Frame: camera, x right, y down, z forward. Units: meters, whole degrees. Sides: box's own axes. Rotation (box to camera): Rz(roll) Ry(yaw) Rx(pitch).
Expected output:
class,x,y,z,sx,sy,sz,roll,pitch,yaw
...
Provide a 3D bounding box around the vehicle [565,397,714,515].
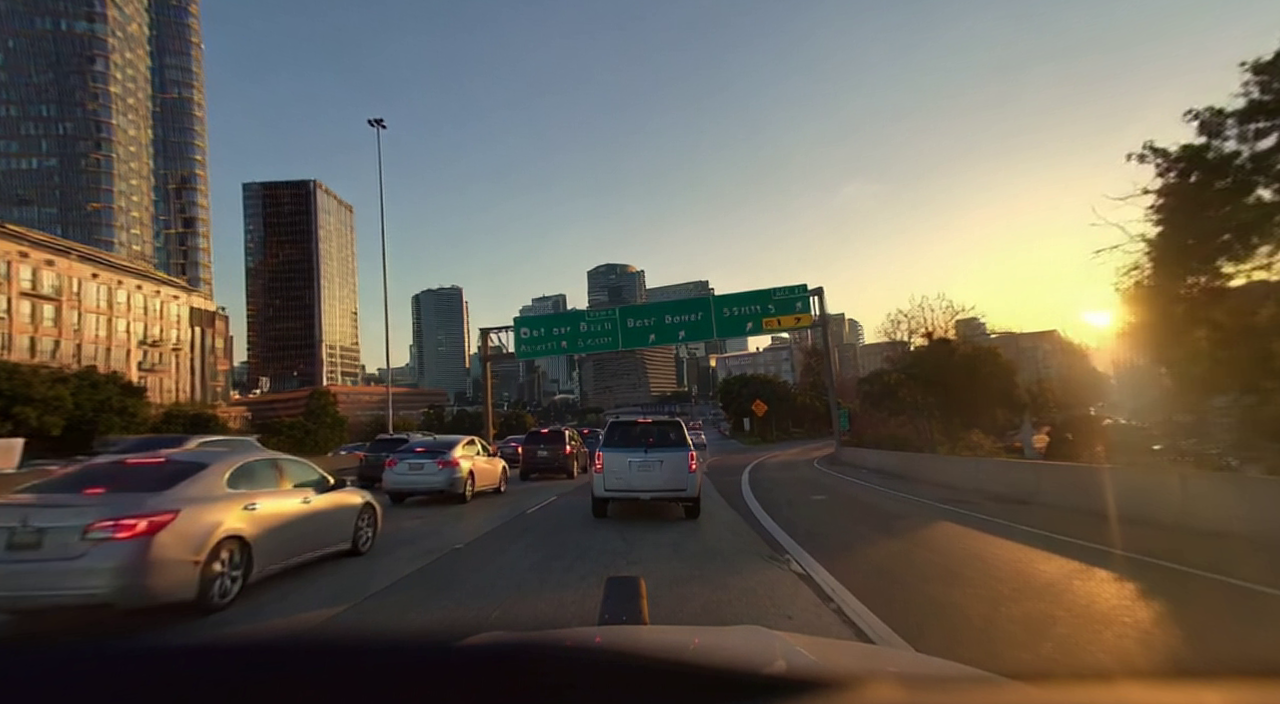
class,x,y,z,sx,sy,sz,roll,pitch,yaw
vehicle,0.072,2.280,14.156,2.616,2.063,5.933,0,-9,2

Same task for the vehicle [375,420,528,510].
class,x,y,z,sx,sy,sz,roll,pitch,yaw
vehicle,-4.058,2.530,14.511,1.953,1.729,4.377,0,-9,3

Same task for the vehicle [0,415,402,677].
class,x,y,z,sx,sy,sz,roll,pitch,yaw
vehicle,-4.123,1.433,5.820,2.087,1.481,4.225,0,-9,2
